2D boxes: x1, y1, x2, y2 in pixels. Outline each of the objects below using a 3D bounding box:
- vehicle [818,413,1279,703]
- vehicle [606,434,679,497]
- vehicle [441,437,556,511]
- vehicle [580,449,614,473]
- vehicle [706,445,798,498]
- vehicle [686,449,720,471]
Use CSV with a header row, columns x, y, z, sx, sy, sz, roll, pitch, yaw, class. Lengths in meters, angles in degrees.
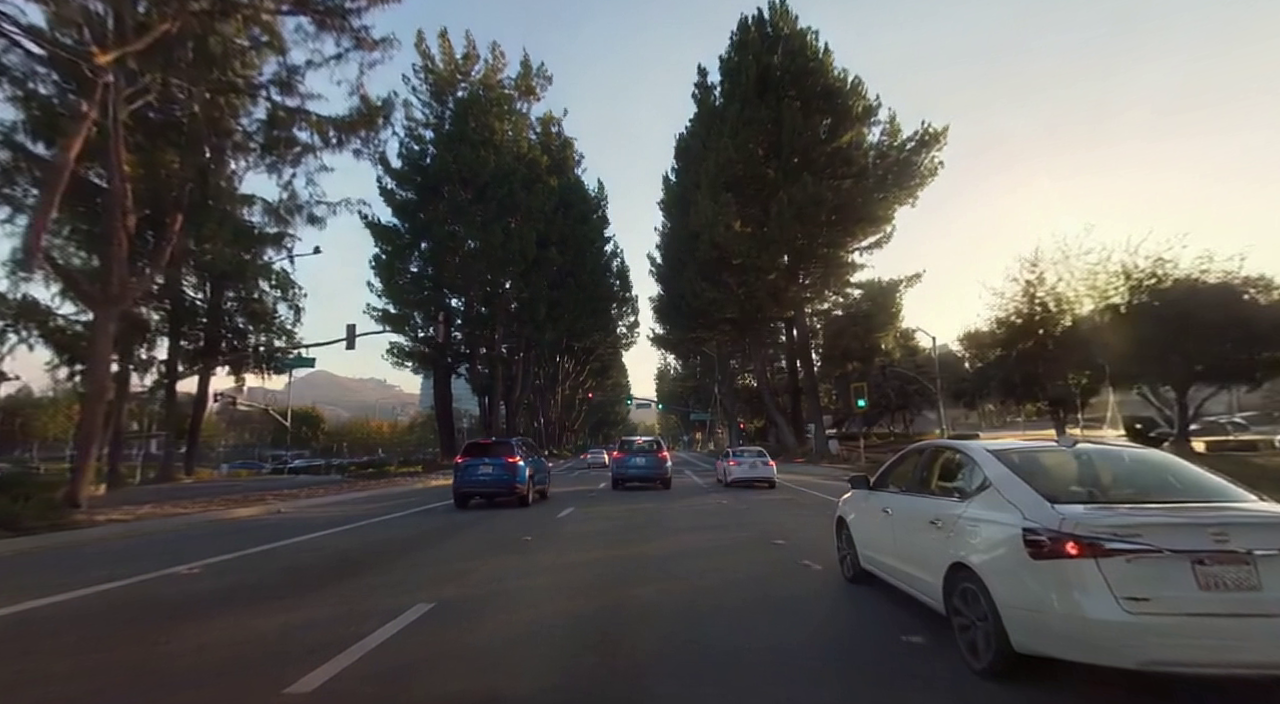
x,y,z,sx,sy,sz,roll,pitch,yaw,class
3.110,1.364,5.200,1.976,1.491,4.427,0,-8,0,vehicle
0.083,3.666,20.821,2.132,1.816,4.471,0,-8,0,vehicle
-3.588,3.164,16.894,2.039,1.709,4.265,0,-8,1,vehicle
-2.785,7.225,42.108,1.897,1.479,4.204,0,-8,1,vehicle
3.476,3.807,20.597,2.036,1.480,4.659,0,-8,-2,vehicle
4.373,7.579,44.471,1.996,1.443,4.270,0,-8,0,vehicle
